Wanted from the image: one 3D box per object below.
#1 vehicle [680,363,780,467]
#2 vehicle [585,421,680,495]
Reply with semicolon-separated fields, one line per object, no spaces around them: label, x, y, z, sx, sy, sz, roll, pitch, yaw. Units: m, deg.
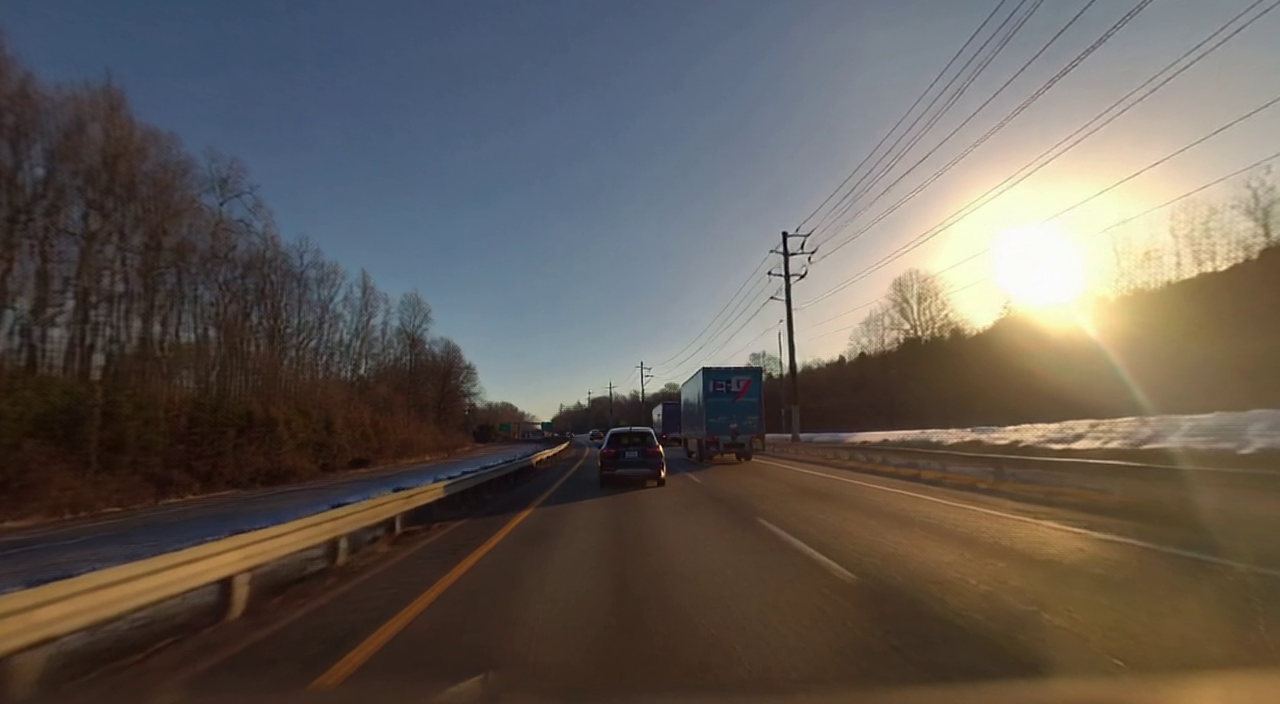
vehicle;3.640;2.963;28.027;2.835;3.872;8.916;0;-8;-2
vehicle;-0.223;2.570;15.616;2.062;1.581;3.914;0;-8;-2
